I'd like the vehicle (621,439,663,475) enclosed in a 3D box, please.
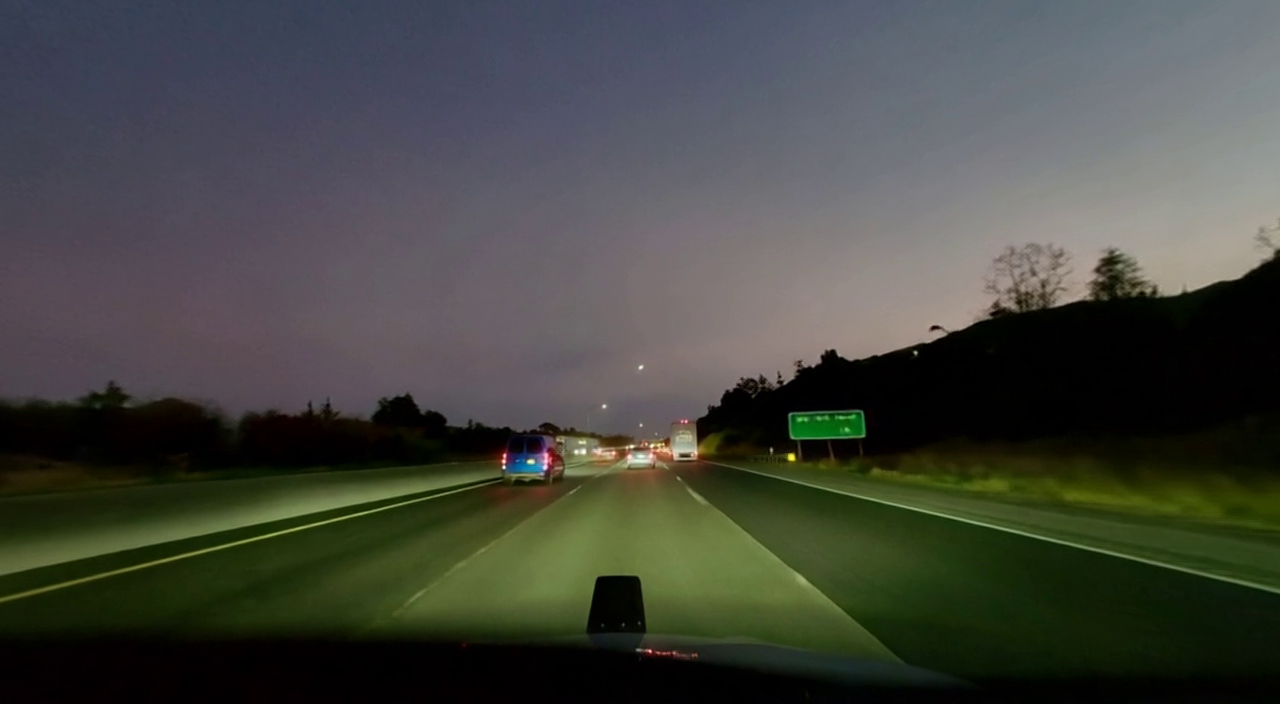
[{"bbox_3d":[0.139,5.901,35.551,2.209,1.825,4.036,-1,-9,1],"label":"vehicle"}]

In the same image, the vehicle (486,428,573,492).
[{"bbox_3d":[-3.803,3.841,22.647,2.167,1.991,5.062,0,-9,0],"label":"vehicle"}]
